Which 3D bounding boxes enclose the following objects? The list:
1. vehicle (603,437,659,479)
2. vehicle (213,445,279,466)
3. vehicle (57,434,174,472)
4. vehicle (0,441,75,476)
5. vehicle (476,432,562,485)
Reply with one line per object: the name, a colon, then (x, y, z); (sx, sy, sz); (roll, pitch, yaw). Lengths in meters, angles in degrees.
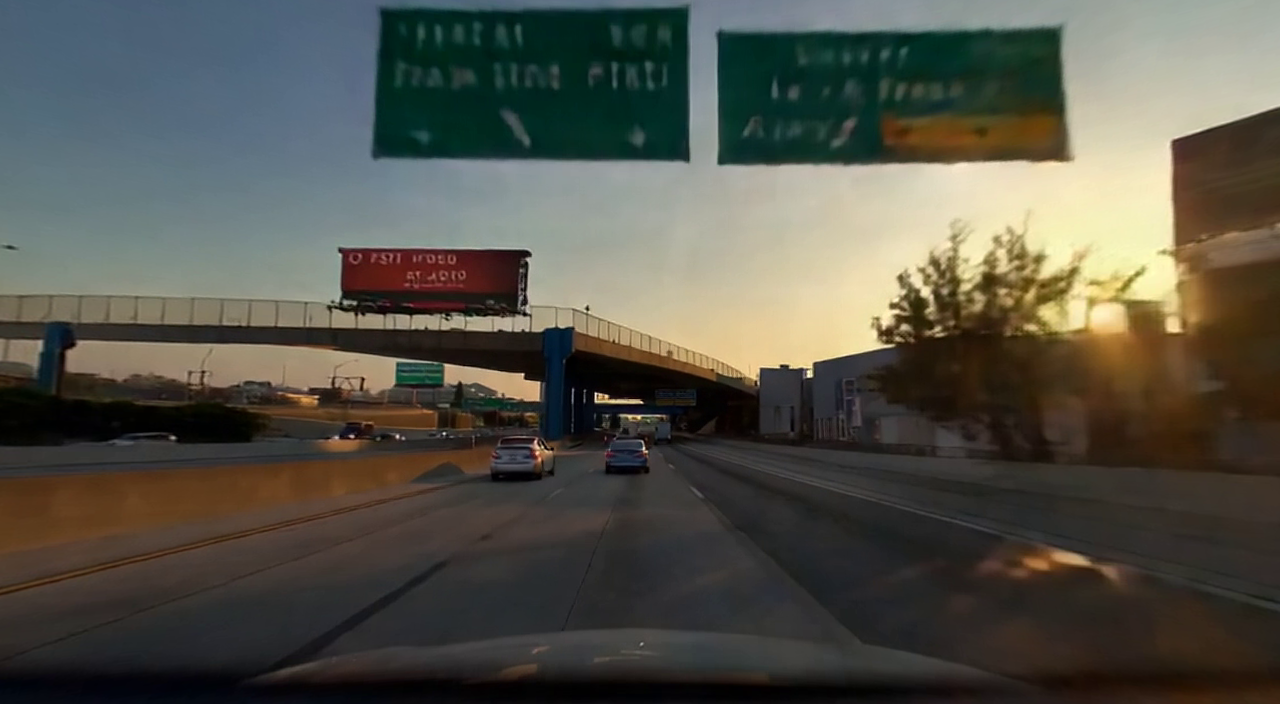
vehicle: (-0.318, 3.878, 23.294); (1.877, 1.386, 3.872); (0, -8, 0)
vehicle: (-29.600, 7.779, 47.512); (1.817, 1.460, 4.548); (-1, -8, 4)
vehicle: (-28.795, 5.561, 34.903); (2.092, 1.931, 5.045); (0, -8, 1)
vehicle: (-32.022, 5.455, 32.508); (2.033, 1.678, 4.024); (0, -8, -1)
vehicle: (-3.930, 3.547, 21.257); (2.064, 1.589, 4.213); (0, -8, 0)
